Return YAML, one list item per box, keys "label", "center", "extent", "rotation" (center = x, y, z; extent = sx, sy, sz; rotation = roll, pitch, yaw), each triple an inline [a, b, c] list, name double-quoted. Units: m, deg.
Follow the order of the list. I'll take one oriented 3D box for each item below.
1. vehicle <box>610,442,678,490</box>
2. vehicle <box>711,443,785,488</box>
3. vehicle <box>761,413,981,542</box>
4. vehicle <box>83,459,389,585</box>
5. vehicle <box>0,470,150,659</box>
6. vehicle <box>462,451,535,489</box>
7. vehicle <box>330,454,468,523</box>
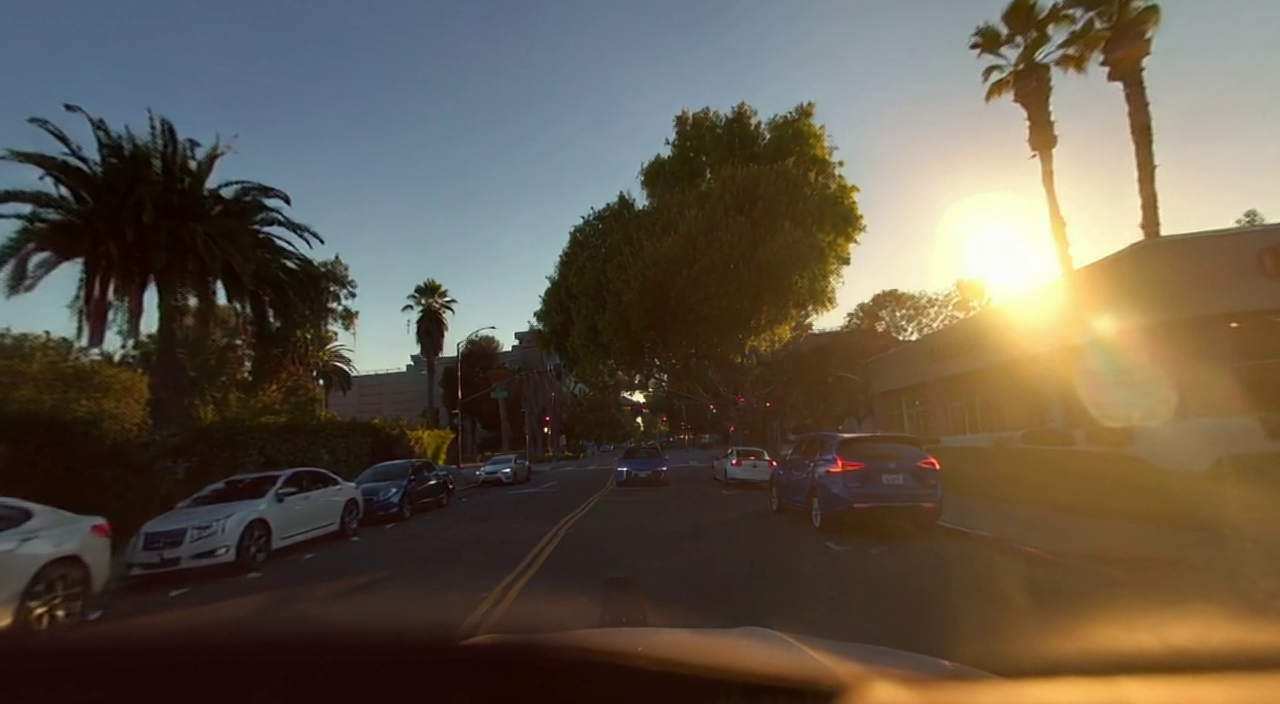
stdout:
- label: "vehicle"
  center: [0.102, 3.793, 21.372]
  extent: [2.060, 1.452, 4.078]
  rotation: [0, -8, 0]
- label: "vehicle"
  center: [3.715, 3.968, 22.508]
  extent: [1.821, 1.417, 4.454]
  rotation: [0, -8, 0]
- label: "vehicle"
  center: [3.737, 2.144, 11.489]
  extent: [2.099, 1.786, 5.198]
  rotation: [0, -8, 1]
- label: "vehicle"
  center: [-6.110, 2.572, 10.431]
  extent: [1.874, 1.472, 4.668]
  rotation: [0, -8, 1]
- label: "vehicle"
  center: [-6.232, 1.685, 4.517]
  extent: [1.810, 1.489, 4.336]
  rotation: [-1, -8, 3]
- label: "vehicle"
  center: [-6.150, 5.177, 28.051]
  extent: [2.105, 1.469, 4.693]
  rotation: [0, -8, 1]
- label: "vehicle"
  center: [-6.105, 3.479, 16.635]
  extent: [1.850, 1.482, 4.454]
  rotation: [0, -8, 1]
